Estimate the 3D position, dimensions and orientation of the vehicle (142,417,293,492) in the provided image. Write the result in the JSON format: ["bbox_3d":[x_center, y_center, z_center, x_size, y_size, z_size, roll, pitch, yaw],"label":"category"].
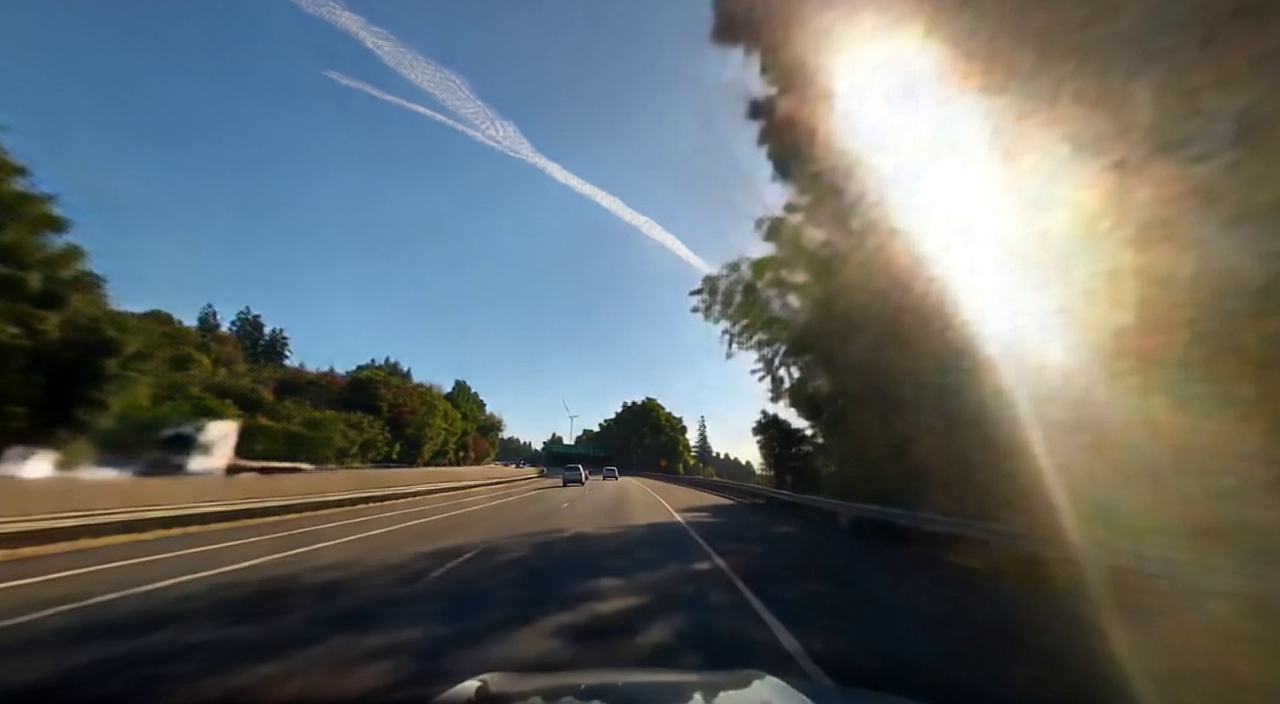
[{"bbox_3d":[-17.859,4.490,27.194,2.289,2.818,5.939,1,-11,0],"label":"vehicle"}]

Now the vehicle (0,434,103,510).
[{"bbox_3d":[-13.932,2.495,13.177,1.805,1.522,3.979,1,-11,0],"label":"vehicle"}]
